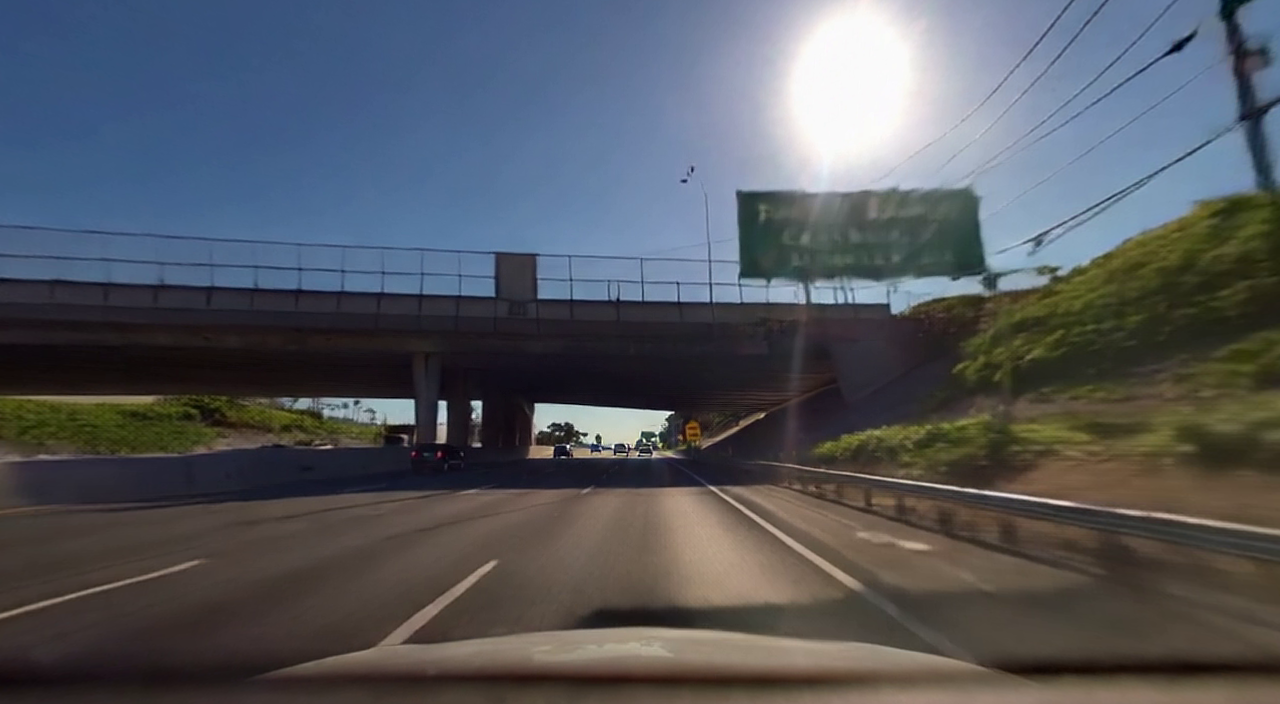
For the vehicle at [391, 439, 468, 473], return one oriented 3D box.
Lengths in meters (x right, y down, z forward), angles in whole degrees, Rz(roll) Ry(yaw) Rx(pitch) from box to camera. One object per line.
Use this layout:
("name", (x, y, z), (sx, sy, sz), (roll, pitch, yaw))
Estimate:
("vehicle", (-10.044, 4.985, 30.477), (2.056, 1.476, 4.562), (0, -8, 1))
